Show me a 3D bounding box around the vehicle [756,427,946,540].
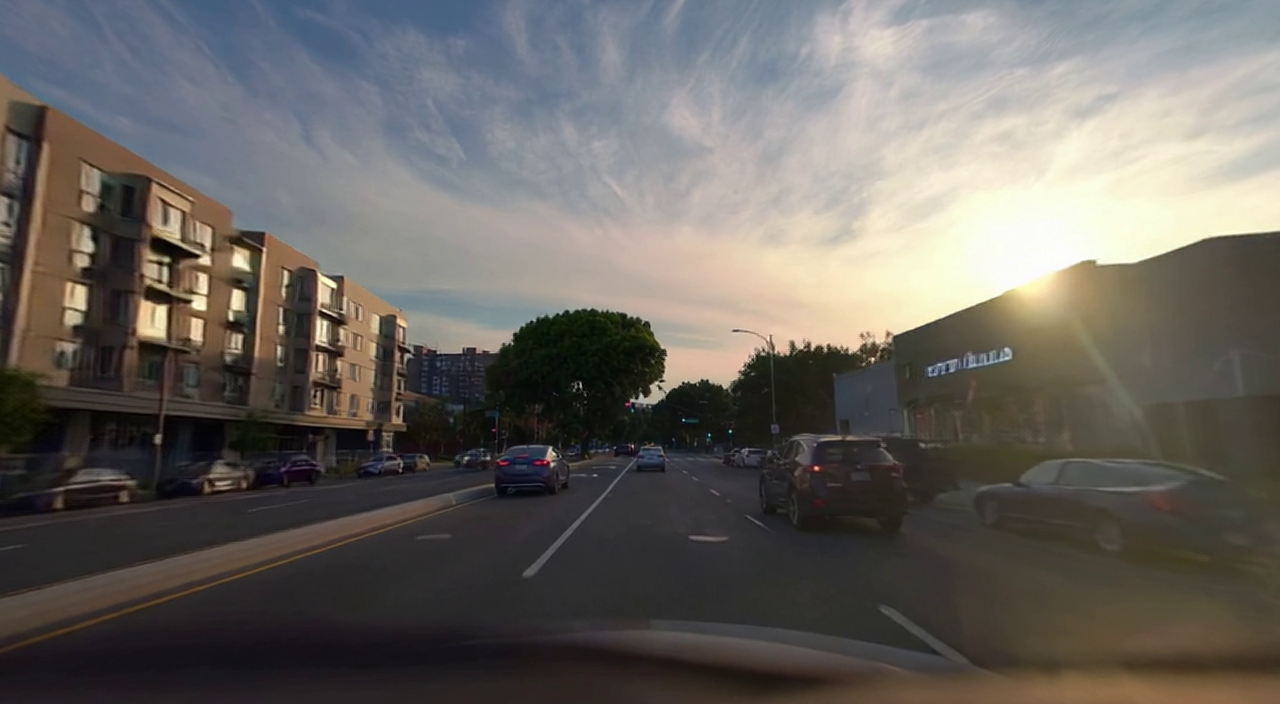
[{"bbox_3d":[3.463,2.226,11.263,1.987,1.637,3.896,0,-9,0],"label":"vehicle"}]

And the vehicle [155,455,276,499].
[{"bbox_3d":[-16.930,4.966,25.424,1.854,1.466,4.377,-2,-8,0],"label":"vehicle"}]

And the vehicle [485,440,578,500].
[{"bbox_3d":[-2.970,3.313,18.115,1.860,1.510,4.073,0,-9,1],"label":"vehicle"}]

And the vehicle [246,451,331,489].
[{"bbox_3d":[-16.871,5.643,30.484,1.825,1.560,4.109,-2,-8,-1],"label":"vehicle"}]

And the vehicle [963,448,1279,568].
[{"bbox_3d":[7.161,2.265,10.019,1.769,1.427,4.487,0,-9,2],"label":"vehicle"}]

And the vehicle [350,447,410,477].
[{"bbox_3d":[-16.673,7.068,40.638,2.001,1.760,4.329,-2,-9,0],"label":"vehicle"}]

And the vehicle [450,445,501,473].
[{"bbox_3d":[-10.397,6.769,40.131,1.951,1.658,4.473,-1,-9,2],"label":"vehicle"}]

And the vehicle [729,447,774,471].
[{"bbox_3d":[7.278,7.025,41.537,1.920,1.473,4.898,0,-9,-2],"label":"vehicle"}]

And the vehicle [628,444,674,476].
[{"bbox_3d":[0.519,5.329,31.316,2.103,1.468,4.094,0,-9,0],"label":"vehicle"}]

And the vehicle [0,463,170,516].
[{"bbox_3d":[-16.992,4.135,19.394,1.668,1.298,4.337,0,-9,1],"label":"vehicle"}]

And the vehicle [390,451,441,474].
[{"bbox_3d":[-16.277,8.049,45.997,1.919,1.469,4.719,-2,-8,1],"label":"vehicle"}]
